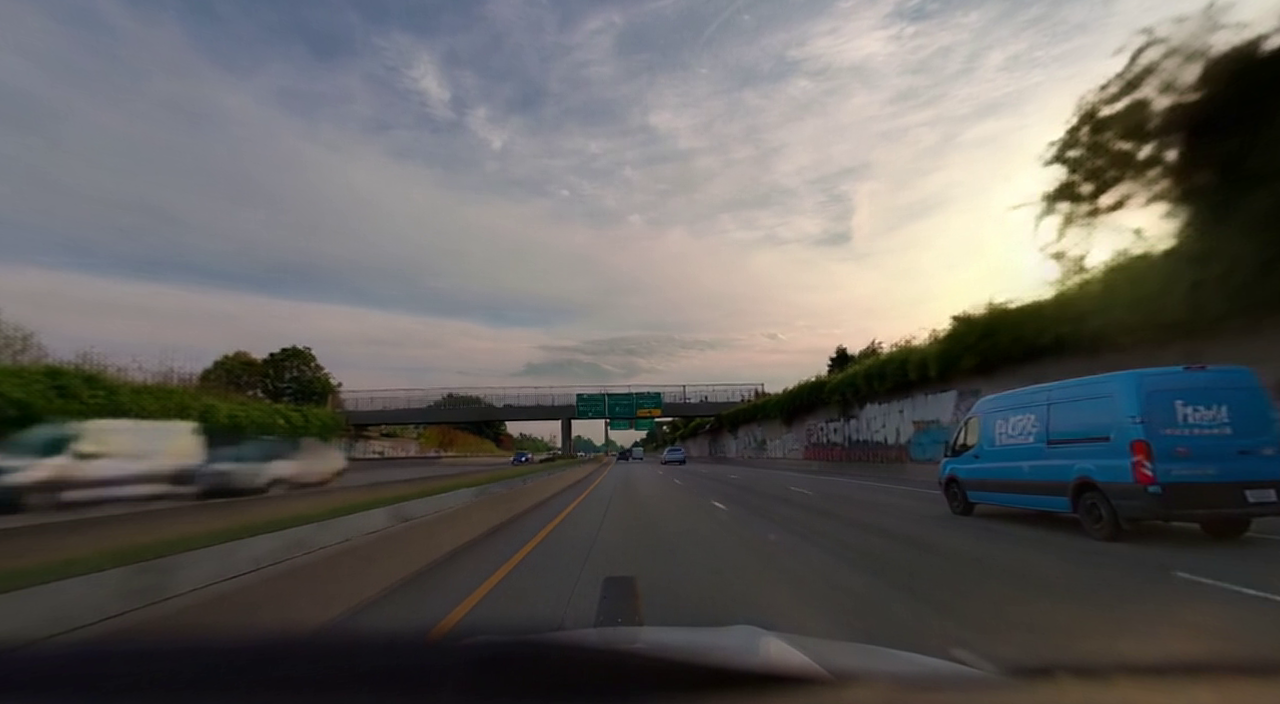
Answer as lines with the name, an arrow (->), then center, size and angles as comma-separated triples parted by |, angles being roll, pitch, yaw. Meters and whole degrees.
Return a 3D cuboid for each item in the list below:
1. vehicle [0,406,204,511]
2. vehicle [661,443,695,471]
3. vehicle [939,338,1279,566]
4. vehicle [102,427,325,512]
vehicle -> -15.198, 2.826, 16.977 | 2.397, 2.304, 6.142 | 0, -9, 0
vehicle -> 2.714, 7.731, 46.433 | 2.007, 1.943, 5.010 | 0, -9, -2
vehicle -> 7.481, 1.570, 10.194 | 2.283, 2.631, 5.719 | 0, -9, -1
vehicle -> -9.900, 2.764, 15.223 | 2.064, 1.700, 4.696 | 0, -9, 0
